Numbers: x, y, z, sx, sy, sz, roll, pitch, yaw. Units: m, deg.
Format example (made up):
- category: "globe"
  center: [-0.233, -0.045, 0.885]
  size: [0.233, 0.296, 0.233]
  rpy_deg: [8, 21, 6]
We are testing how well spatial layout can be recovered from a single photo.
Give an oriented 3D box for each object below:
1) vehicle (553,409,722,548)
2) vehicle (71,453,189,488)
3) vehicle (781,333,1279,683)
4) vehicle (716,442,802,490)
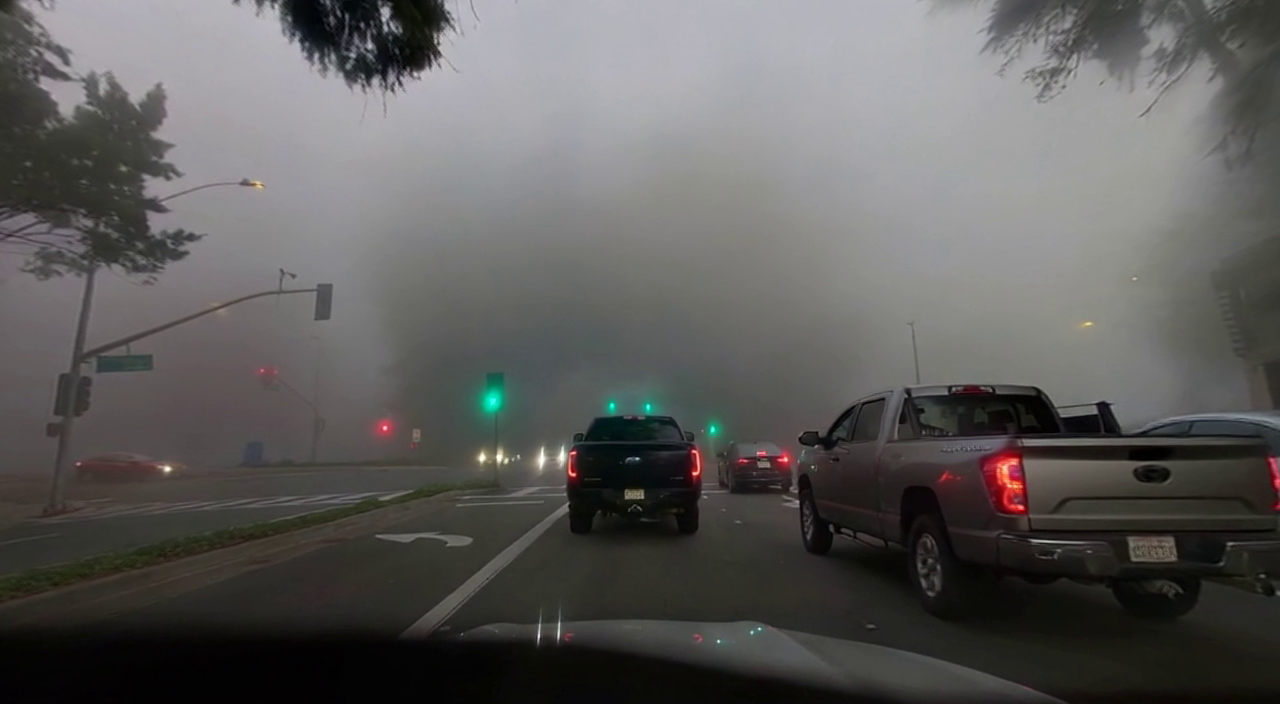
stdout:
- category: "vehicle"
  center: [-0.097, 2.045, 10.947]
  size: [2.240, 1.821, 5.001]
  rpy_deg: [0, -8, -2]
- category: "vehicle"
  center: [-26.568, 6.152, 33.131]
  size: [4.437, 1.669, 1.936]
  rpy_deg: [5, -10, -30]
- category: "vehicle"
  center: [3.314, 1.271, 6.436]
  size: [2.412, 1.953, 5.682]
  rpy_deg: [0, -8, 0]
- category: "vehicle"
  center: [3.926, 3.836, 21.661]
  size: [1.995, 1.456, 4.372]
  rpy_deg: [0, -8, -1]
